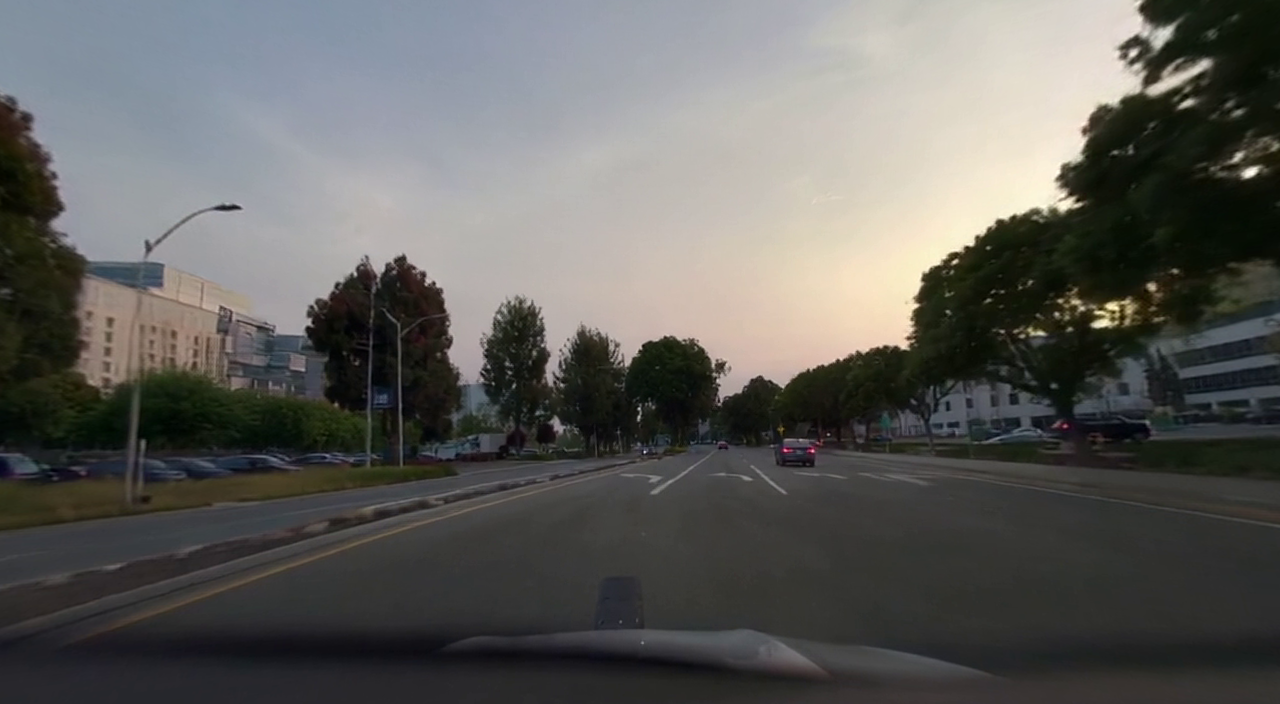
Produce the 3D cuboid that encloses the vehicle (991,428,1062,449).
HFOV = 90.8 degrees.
[{"bbox_3d":[27.637,6.212,45.211,3.881,1.410,1.702,-1,-9,5],"label":"vehicle"}]

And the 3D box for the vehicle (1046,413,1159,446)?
[{"bbox_3d":[25.945,4.408,35.599,4.440,1.725,2.255,-2,-9,8],"label":"vehicle"}]

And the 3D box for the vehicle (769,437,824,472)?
[{"bbox_3d":[7.832,5.154,32.021,2.181,1.639,4.127,-1,-9,7],"label":"vehicle"}]
